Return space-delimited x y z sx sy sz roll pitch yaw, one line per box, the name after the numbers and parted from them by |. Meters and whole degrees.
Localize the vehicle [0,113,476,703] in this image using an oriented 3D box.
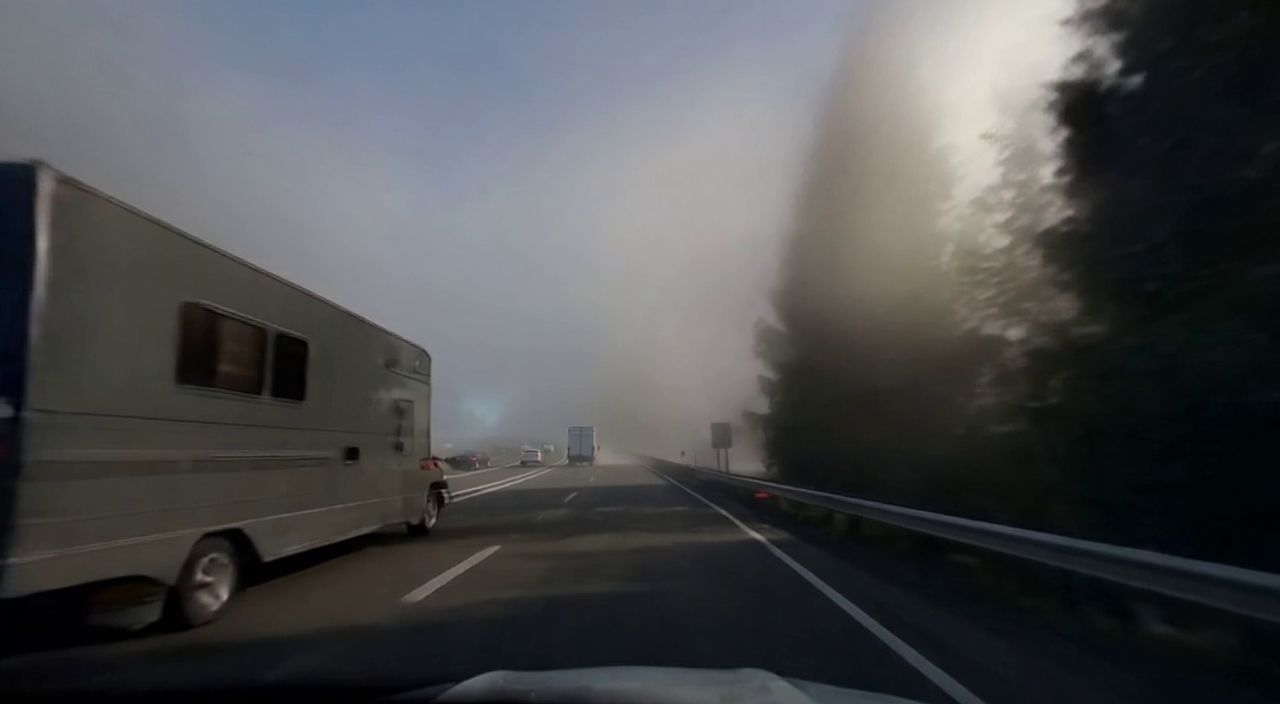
-4.125 0.820 6.854 2.542 2.965 7.637 0 -9 0 | vehicle
